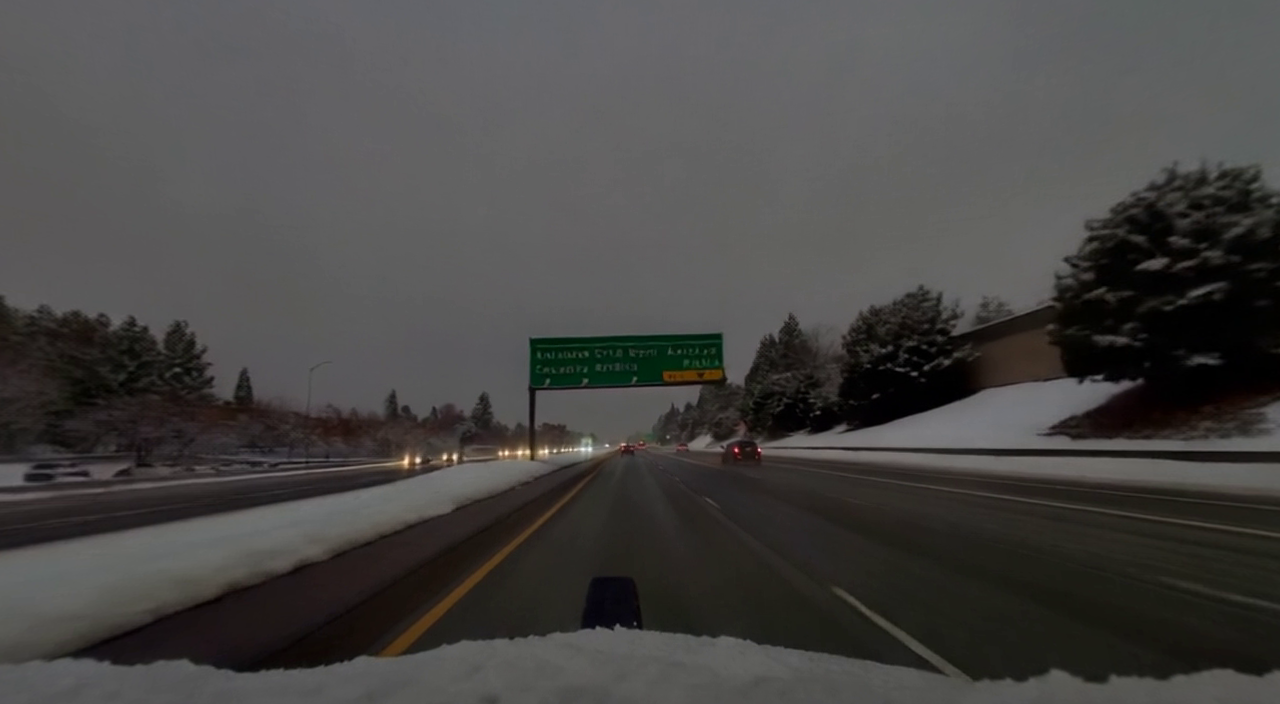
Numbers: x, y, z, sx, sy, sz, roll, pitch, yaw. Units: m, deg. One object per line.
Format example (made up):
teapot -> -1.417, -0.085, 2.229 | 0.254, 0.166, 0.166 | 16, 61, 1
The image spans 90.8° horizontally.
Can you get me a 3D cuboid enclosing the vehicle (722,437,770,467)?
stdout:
vehicle -> 6.325, 6.030, 38.333 | 2.030, 1.706, 4.279 | 0, -9, -2
